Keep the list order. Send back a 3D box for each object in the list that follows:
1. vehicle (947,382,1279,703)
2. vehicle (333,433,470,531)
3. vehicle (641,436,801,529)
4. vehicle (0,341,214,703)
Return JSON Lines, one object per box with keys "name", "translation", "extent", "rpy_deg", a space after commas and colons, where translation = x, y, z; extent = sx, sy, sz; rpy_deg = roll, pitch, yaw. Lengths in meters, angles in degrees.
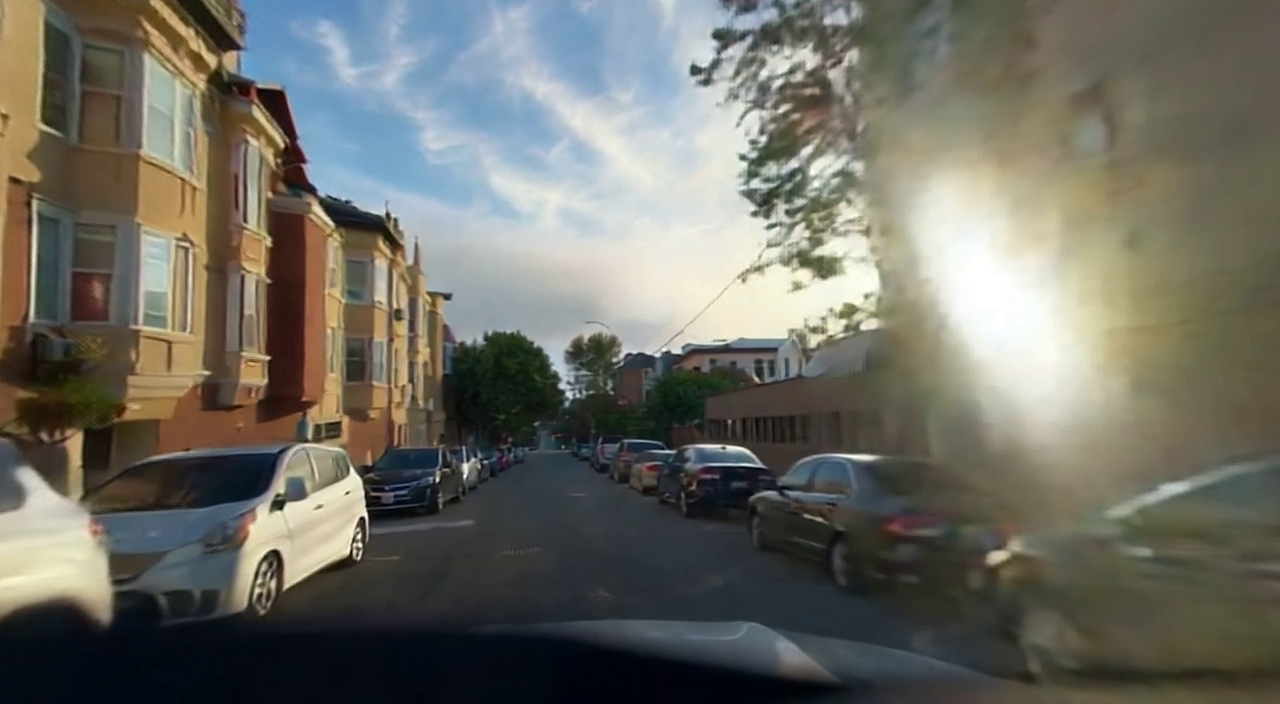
{"name": "vehicle", "translation": [3.313, 0.913, 1.813], "extent": [2.025, 1.631, 4.679], "rpy_deg": [3, -8, -8]}
{"name": "vehicle", "translation": [-5.360, 2.872, 14.804], "extent": [2.081, 1.679, 4.506], "rpy_deg": [-2, -5, -9]}
{"name": "vehicle", "translation": [1.454, 2.582, 13.366], "extent": [1.968, 1.595, 4.543], "rpy_deg": [2, -8, -11]}
{"name": "vehicle", "translation": [-3.435, 0.755, 1.646], "extent": [2.100, 1.769, 4.544], "rpy_deg": [0, -8, -10]}
